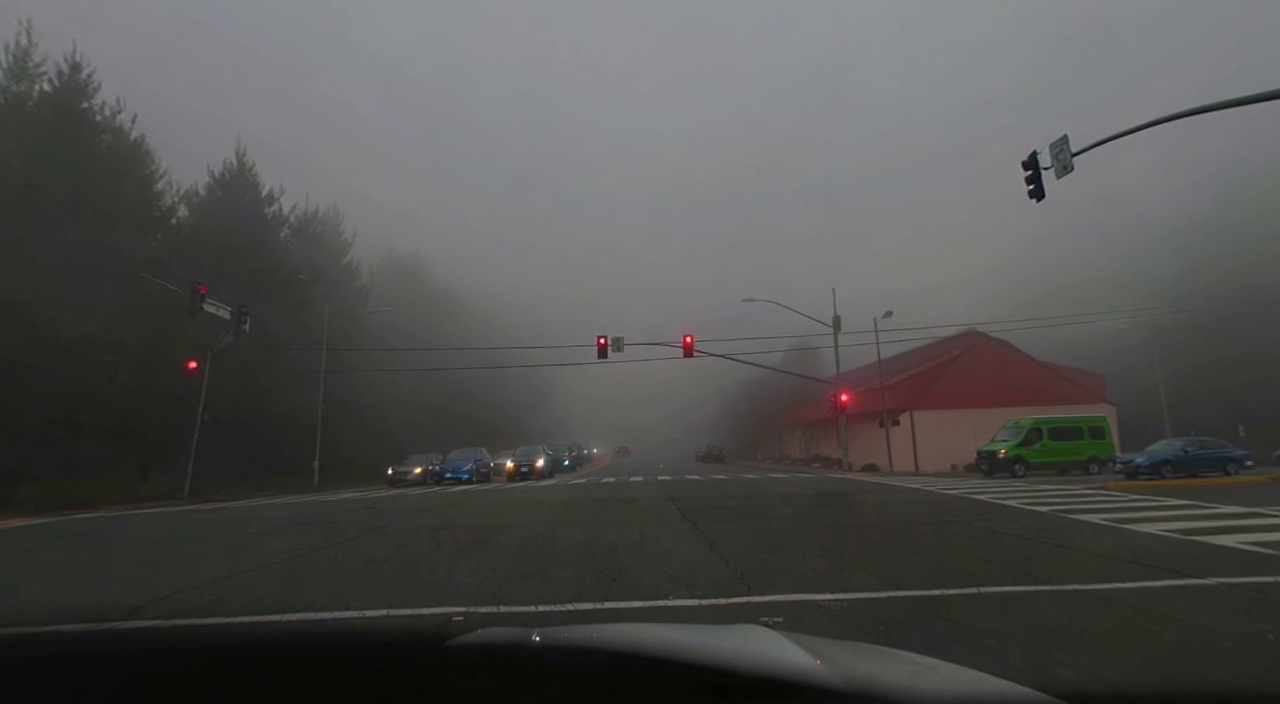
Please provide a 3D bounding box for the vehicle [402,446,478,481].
[{"bbox_3d":[-9.003,5.032,28.873,2.024,1.460,4.381,0,-9,0],"label":"vehicle"}]

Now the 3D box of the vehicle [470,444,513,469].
[{"bbox_3d":[-9.014,6.373,38.767,1.779,1.460,4.463,0,-9,-3],"label":"vehicle"}]

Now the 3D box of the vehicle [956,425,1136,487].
[{"bbox_3d":[14.856,3.753,23.135,5.910,2.046,2.228,3,-9,-19],"label":"vehicle"}]

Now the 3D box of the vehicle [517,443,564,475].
[{"bbox_3d":[-4.792,5.190,30.923,1.846,1.416,4.228,0,-9,-4],"label":"vehicle"}]
